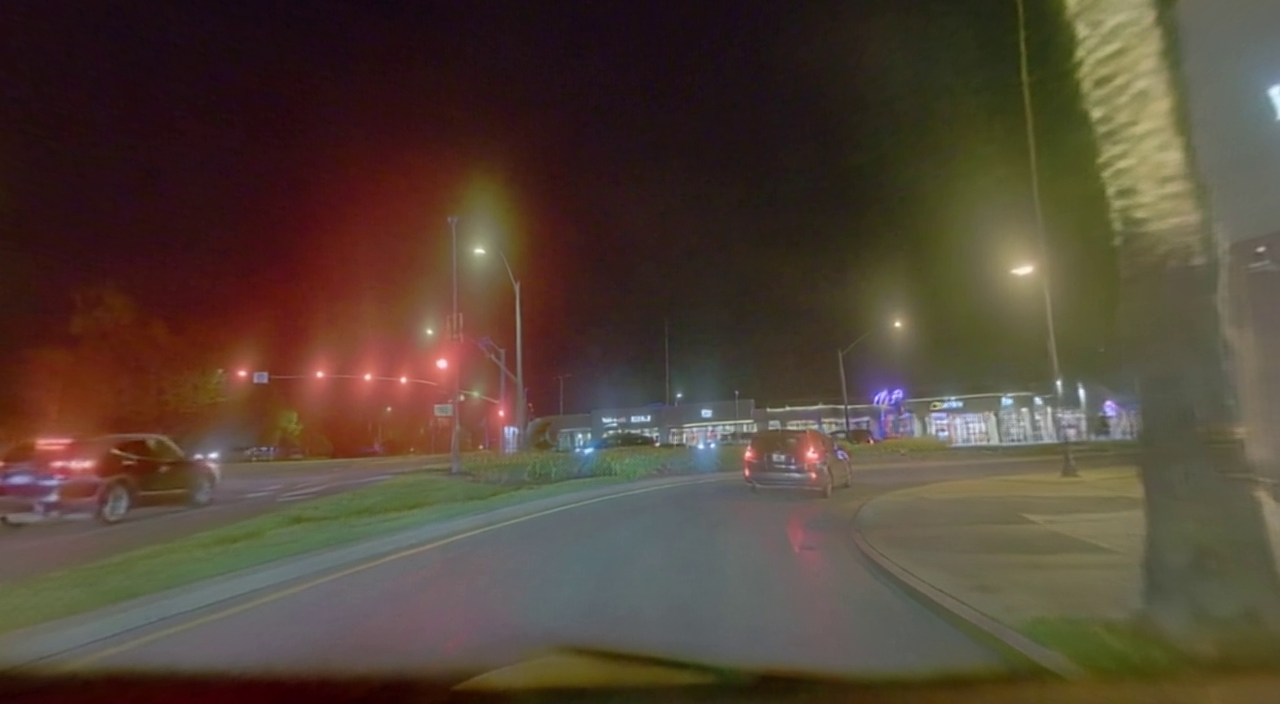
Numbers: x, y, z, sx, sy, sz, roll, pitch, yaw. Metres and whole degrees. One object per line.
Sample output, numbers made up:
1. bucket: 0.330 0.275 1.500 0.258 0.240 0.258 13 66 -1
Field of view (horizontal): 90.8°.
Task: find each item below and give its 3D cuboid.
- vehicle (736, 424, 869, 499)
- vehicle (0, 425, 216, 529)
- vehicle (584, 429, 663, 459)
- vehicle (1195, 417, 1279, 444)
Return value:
1. vehicle: 4.103 2.601 15.349 2.070 1.493 4.570 -4 -10 27
2. vehicle: -9.904 2.145 11.348 1.912 1.487 4.471 1 -9 -7
3. vehicle: -1.081 5.806 39.939 4.757 1.633 1.932 0 -8 -11
4. vehicle: 37.466 4.875 39.023 4.458 1.589 2.044 1 -7 -3
